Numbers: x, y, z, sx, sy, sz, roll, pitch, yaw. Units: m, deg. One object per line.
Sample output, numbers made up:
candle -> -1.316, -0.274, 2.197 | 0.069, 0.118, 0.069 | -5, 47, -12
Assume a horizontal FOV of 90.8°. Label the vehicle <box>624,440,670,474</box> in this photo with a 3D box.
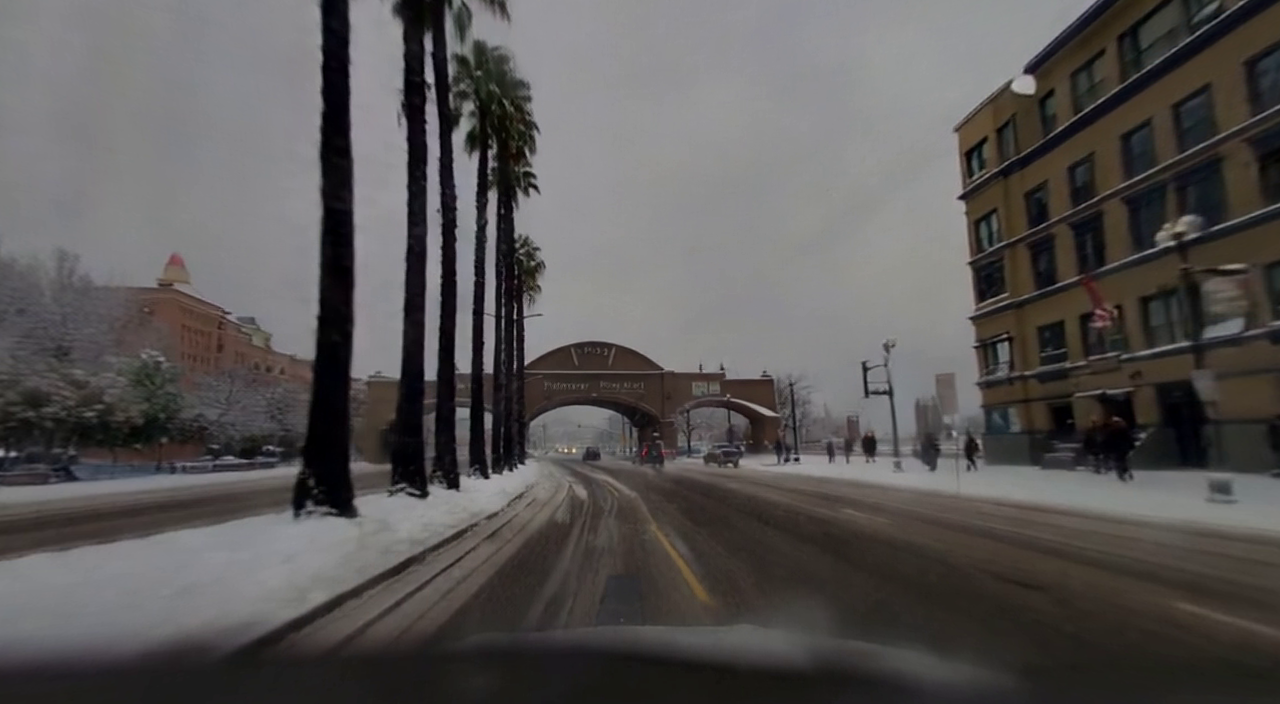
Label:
vehicle -> 0.341, 6.801, 41.057 | 2.284, 2.010, 6.670 | 1, -9, -6
